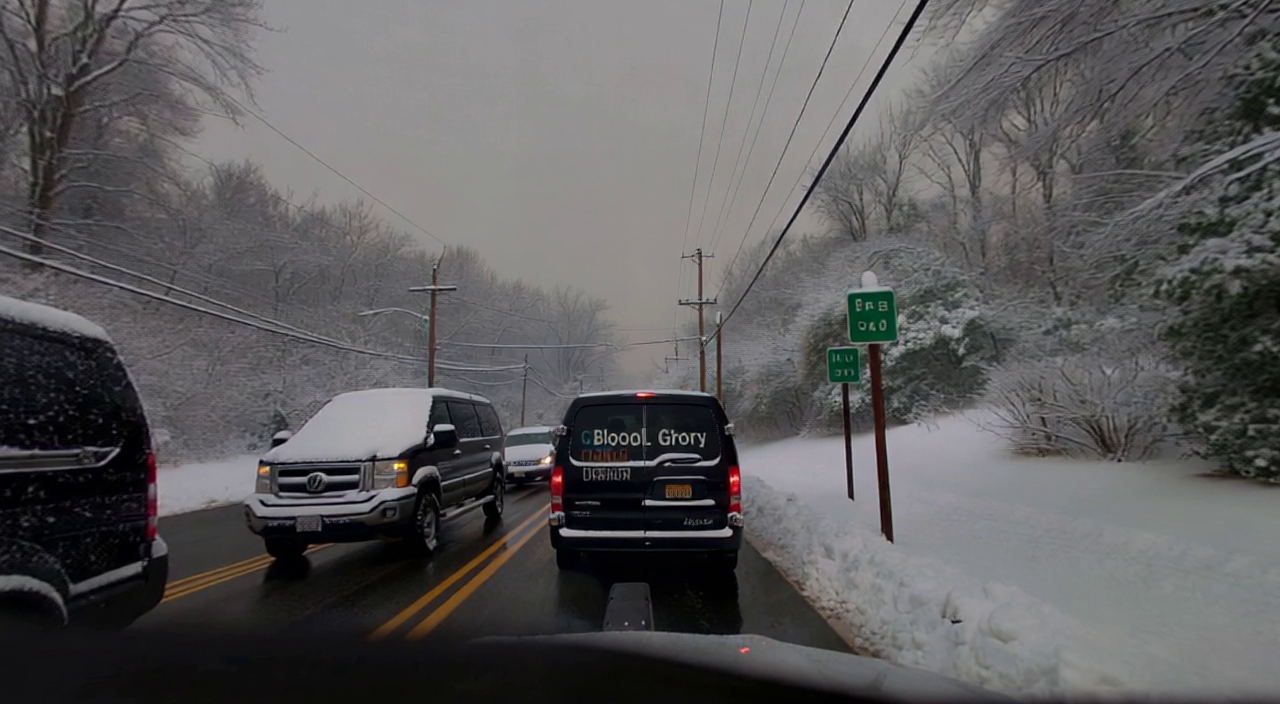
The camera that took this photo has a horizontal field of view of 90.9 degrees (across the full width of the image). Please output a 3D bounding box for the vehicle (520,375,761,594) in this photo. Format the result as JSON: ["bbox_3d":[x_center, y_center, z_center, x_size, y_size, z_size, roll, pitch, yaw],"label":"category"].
[{"bbox_3d":[0.109,1.463,7.690,2.117,1.911,4.095,-1,-8,3],"label":"vehicle"}]

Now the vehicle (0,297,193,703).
[{"bbox_3d":[-3.133,0.479,0.238,2.160,1.796,4.997,0,-8,1],"label":"vehicle"}]

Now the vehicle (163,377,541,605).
[{"bbox_3d":[-2.754,1.483,7.616,2.109,1.851,4.749,-1,-8,3],"label":"vehicle"}]
